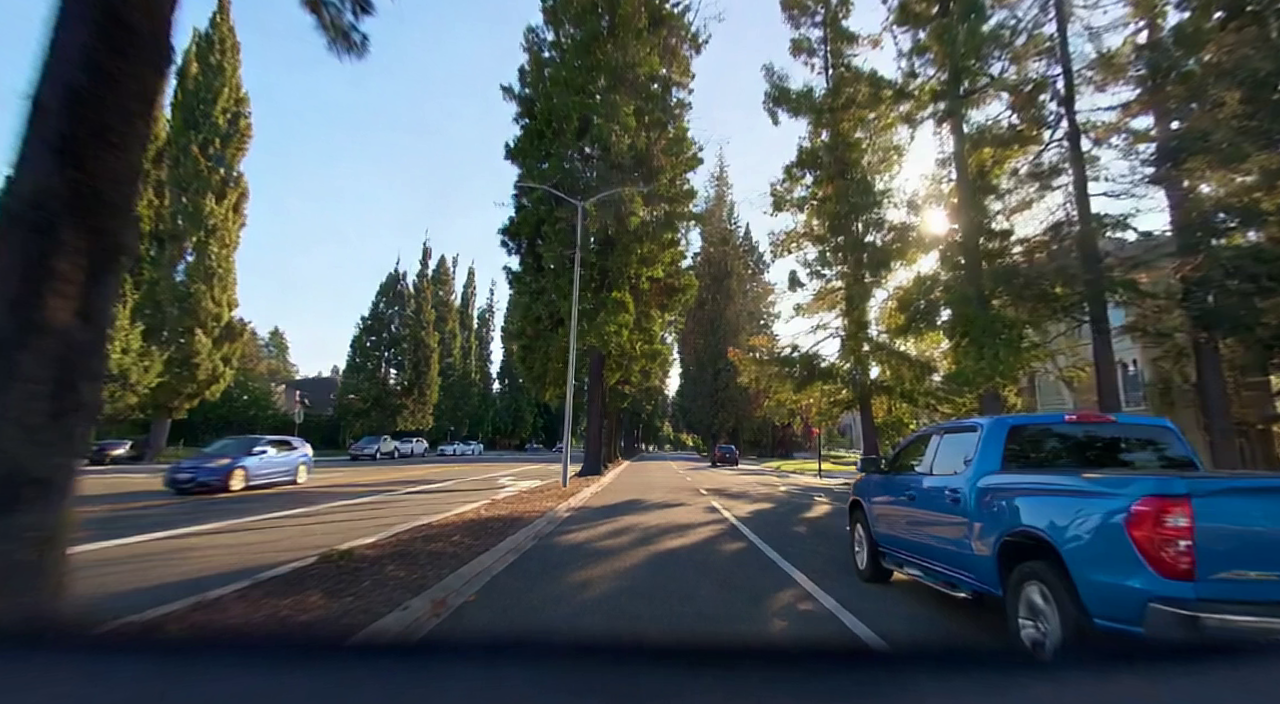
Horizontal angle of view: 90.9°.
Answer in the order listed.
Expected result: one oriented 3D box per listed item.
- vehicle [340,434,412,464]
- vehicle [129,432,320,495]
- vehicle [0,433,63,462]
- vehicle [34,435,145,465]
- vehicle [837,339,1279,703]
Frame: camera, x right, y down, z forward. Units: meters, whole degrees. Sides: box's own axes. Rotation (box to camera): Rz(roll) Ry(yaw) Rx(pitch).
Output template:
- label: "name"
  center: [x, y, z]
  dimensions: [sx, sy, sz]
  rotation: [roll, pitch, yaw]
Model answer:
- label: "vehicle"
  center: [-18.152, 6.719, 43.786]
  dimensions: [2.398, 1.883, 5.729]
  rotation: [0, -8, 2]
- label: "vehicle"
  center: [-11.164, 3.021, 17.464]
  dimensions: [2.057, 1.482, 4.611]
  rotation: [0, -8, 2]
- label: "vehicle"
  center: [-33.739, 5.077, 33.544]
  dimensions: [1.917, 1.489, 4.302]
  rotation: [0, -8, -1]
- label: "vehicle"
  center: [-28.396, 5.078, 32.723]
  dimensions: [1.836, 1.426, 4.334]
  rotation: [0, -8, 0]
- label: "vehicle"
  center: [3.043, 1.119, 3.959]
  dimensions: [2.108, 1.712, 4.616]
  rotation: [0, -8, 0]
